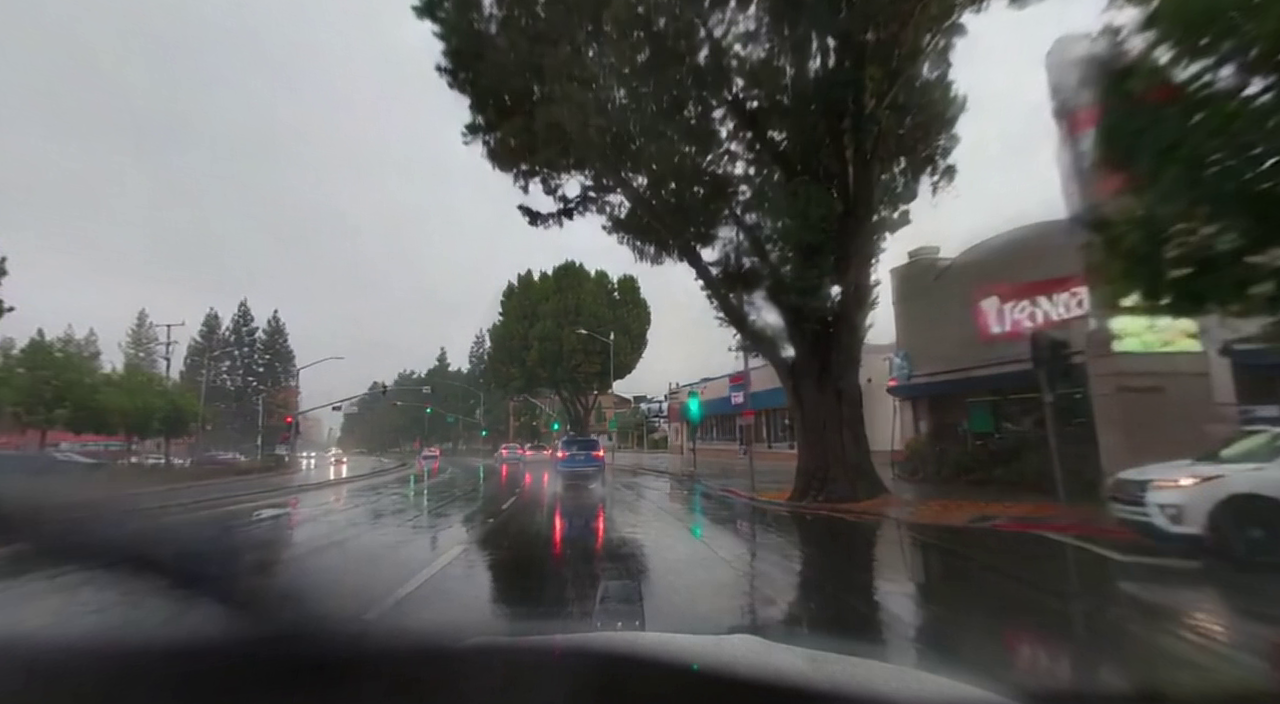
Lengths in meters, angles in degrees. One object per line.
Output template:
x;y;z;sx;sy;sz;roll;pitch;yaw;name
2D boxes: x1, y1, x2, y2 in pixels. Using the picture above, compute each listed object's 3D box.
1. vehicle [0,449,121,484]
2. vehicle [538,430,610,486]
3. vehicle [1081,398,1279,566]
-32.912;6.392;35.564;5.060;1.793;2.403;2;-8;-17;vehicle
-2.341;3.567;21.657;2.227;1.733;3.930;1;-8;-8;vehicle
8.103;1.413;7.025;5.076;1.761;2.077;-6;-10;36;vehicle
